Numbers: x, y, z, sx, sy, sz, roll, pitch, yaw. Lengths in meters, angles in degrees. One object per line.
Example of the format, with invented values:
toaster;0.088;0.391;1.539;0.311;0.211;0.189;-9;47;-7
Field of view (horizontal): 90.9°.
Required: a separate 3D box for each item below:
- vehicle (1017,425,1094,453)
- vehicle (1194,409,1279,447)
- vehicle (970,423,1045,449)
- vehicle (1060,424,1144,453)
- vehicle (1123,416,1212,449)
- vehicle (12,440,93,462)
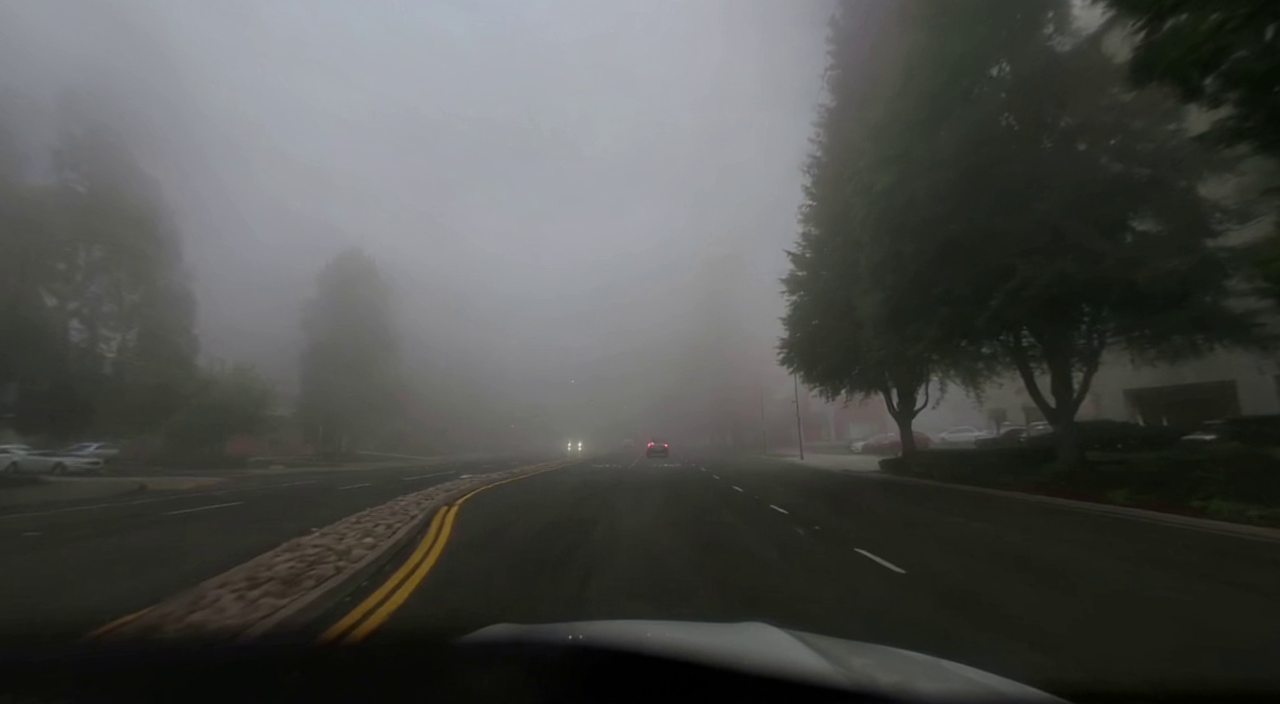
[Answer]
vehicle;21.296;4.461;32.352;3.179;1.322;1.521;1;-8;-18
vehicle;24.386;3.098;25.363;3.380;1.431;1.765;4;-9;-24
vehicle;25.708;5.927;44.302;1.850;1.745;4.514;2;-9;-12
vehicle;21.973;4.097;30.026;3.143;1.303;1.491;1;-8;-16
vehicle;23.079;3.551;27.605;3.221;1.347;1.557;3;-10;-23
vehicle;-45.682;7.752;49.097;4.443;1.398;1.830;-3;-10;-2
